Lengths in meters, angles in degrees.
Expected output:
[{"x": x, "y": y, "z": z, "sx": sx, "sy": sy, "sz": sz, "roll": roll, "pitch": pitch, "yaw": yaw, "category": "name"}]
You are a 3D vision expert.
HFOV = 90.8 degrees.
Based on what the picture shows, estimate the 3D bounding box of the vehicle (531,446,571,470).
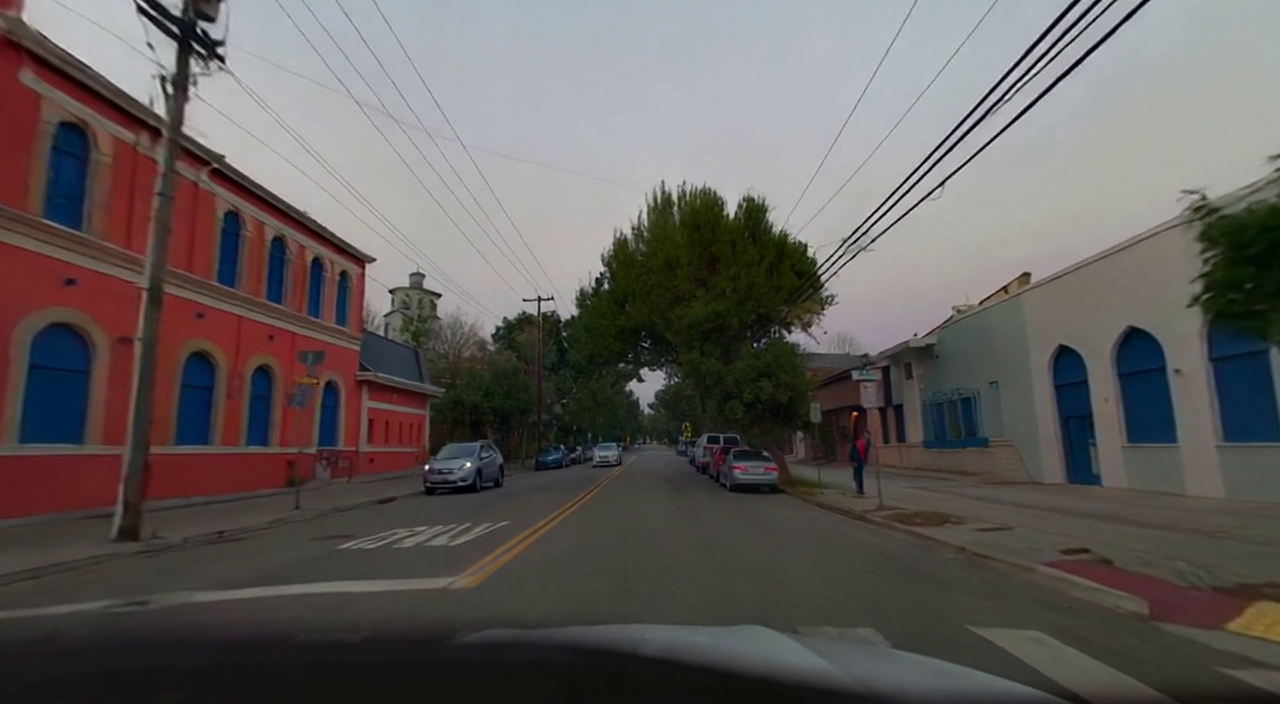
[{"x": -5.816, "y": 6.966, "z": 41.666, "sx": 1.844, "sy": 1.486, "sz": 4.474, "roll": -1, "pitch": -8, "yaw": 2, "category": "vehicle"}]

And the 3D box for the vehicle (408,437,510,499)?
[{"x": -6.126, "y": 3.915, "z": 21.963, "sx": 2.140, "sy": 1.746, "sz": 4.385, "roll": -4, "pitch": -8, "yaw": 1, "category": "vehicle"}]

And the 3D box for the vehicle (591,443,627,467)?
[{"x": -2.060, "y": 6.940, "z": 42.904, "sx": 2.036, "sy": 1.515, "sz": 4.437, "roll": 0, "pitch": -8, "yaw": 2, "category": "vehicle"}]

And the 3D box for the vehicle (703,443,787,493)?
[{"x": 3.324, "y": 3.774, "z": 21.002, "sx": 1.966, "sy": 1.471, "sz": 4.552, "roll": 0, "pitch": -8, "yaw": -1, "category": "vehicle"}]
